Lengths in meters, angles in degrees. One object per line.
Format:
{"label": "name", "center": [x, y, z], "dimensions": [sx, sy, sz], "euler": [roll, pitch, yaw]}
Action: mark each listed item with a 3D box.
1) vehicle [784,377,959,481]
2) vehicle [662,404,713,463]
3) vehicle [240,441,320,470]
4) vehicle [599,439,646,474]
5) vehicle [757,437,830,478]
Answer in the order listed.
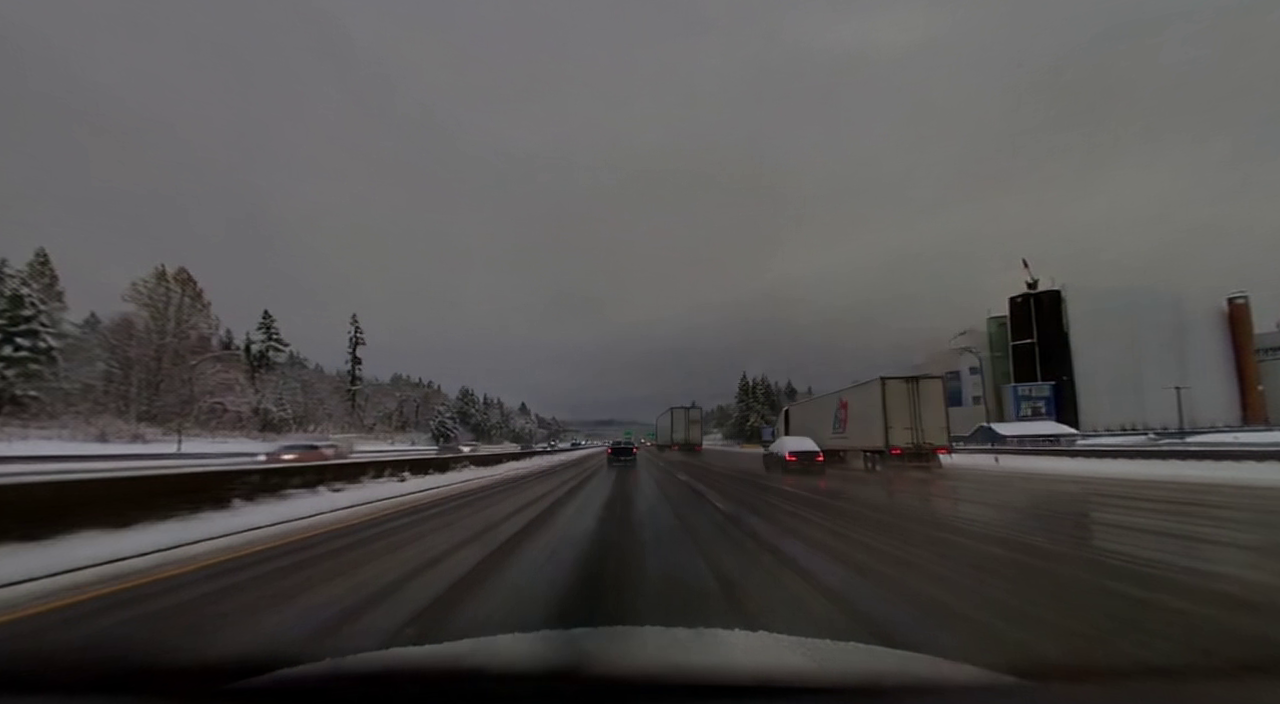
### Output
{"label": "vehicle", "center": [11.253, 4.373, 34.055], "dimensions": [2.898, 4.171, 17.188], "euler": [0, -9, 0]}
{"label": "vehicle", "center": [3.488, 6.482, 49.512], "dimensions": [2.999, 4.127, 10.526], "euler": [0, -9, -1]}
{"label": "vehicle", "center": [-20.316, 5.855, 35.859], "dimensions": [1.925, 1.548, 4.544], "euler": [0, -9, -1]}
{"label": "vehicle", "center": [-0.836, 5.111, 31.038], "dimensions": [2.163, 1.551, 4.180], "euler": [0, -9, -1]}
{"label": "vehicle", "center": [6.736, 4.698, 28.259], "dimensions": [2.154, 1.658, 4.347], "euler": [0, -9, -1]}
